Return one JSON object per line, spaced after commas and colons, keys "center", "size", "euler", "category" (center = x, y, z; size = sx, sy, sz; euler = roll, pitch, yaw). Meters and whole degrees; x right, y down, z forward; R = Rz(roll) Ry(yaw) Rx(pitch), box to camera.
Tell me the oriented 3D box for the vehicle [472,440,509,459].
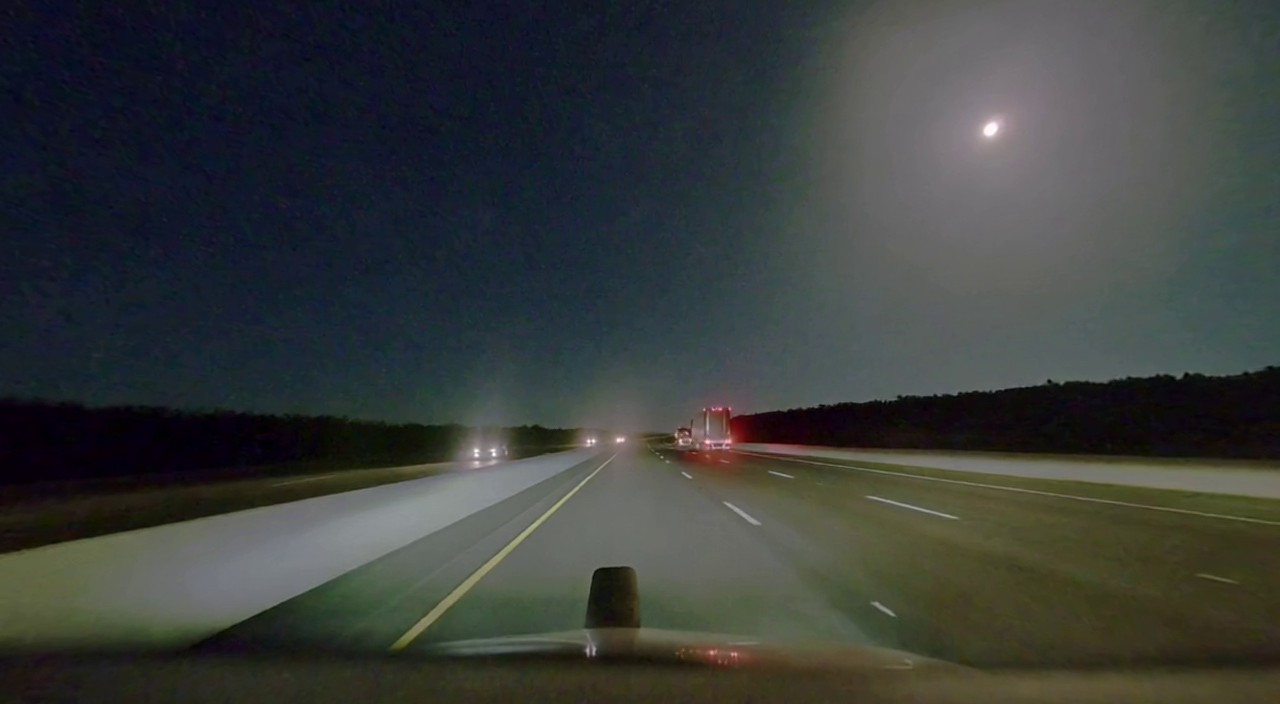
{"center": [-11.769, 7.686, 49.781], "size": [1.939, 1.470, 3.994], "euler": [-1, -8, 0], "category": "vehicle"}
